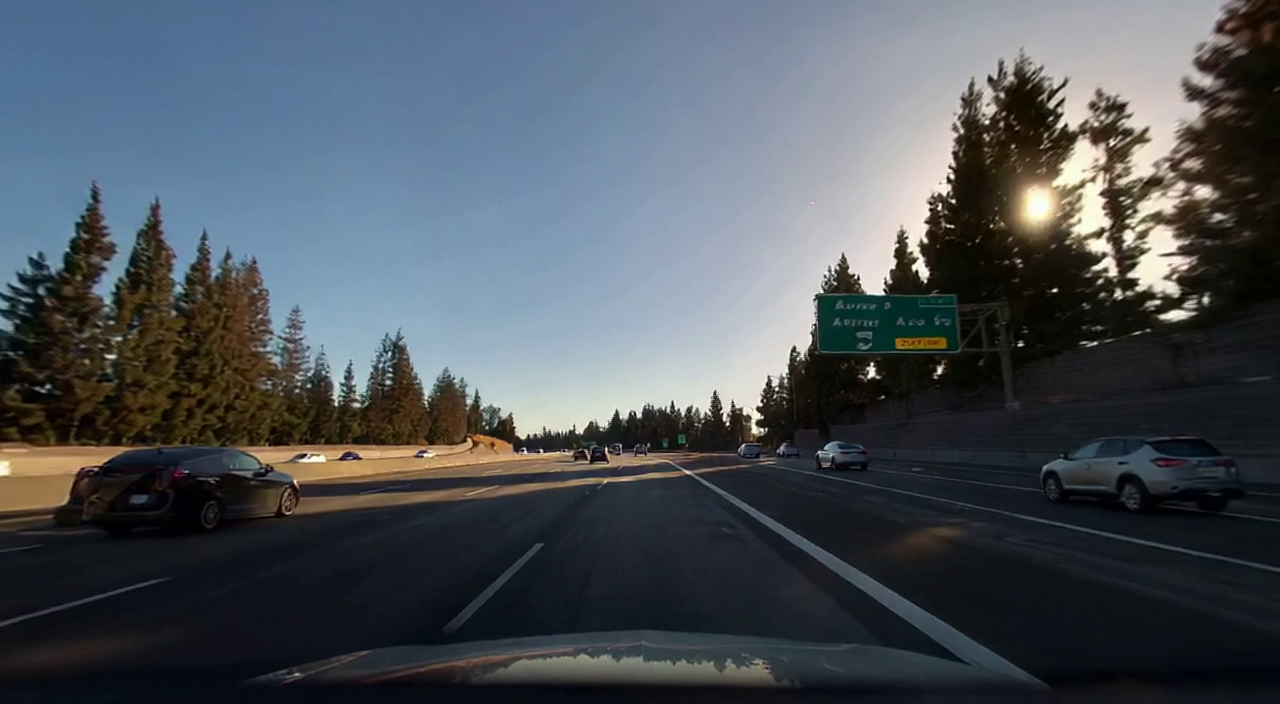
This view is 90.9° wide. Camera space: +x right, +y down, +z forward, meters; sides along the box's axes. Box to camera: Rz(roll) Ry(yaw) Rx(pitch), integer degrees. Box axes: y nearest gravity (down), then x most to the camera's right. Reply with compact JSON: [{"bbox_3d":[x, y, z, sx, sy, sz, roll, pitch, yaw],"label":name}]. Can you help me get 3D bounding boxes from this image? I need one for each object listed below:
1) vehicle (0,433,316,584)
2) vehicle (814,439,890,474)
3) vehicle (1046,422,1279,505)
[{"bbox_3d":[-6.715,1.885,8.597,2.038,1.463,4.656,0,-8,1],"label":"vehicle"},{"bbox_3d":[10.127,5.031,30.573,2.201,1.535,4.735,0,-8,2],"label":"vehicle"},{"bbox_3d":[13.024,2.748,16.045,2.168,1.753,4.993,0,-8,2],"label":"vehicle"}]
